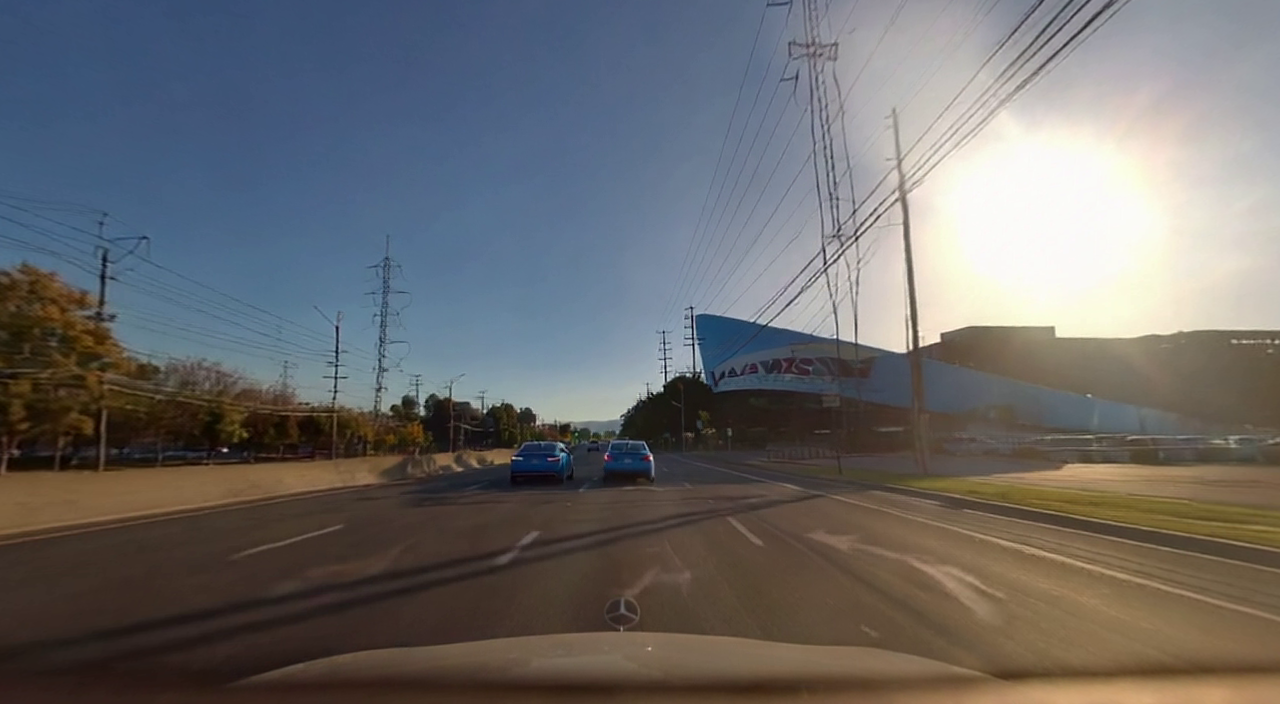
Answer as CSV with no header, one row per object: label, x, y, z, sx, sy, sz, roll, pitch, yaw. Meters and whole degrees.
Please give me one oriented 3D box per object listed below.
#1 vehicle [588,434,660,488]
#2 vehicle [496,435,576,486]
vehicle,-0.497,3.670,21.574,2.189,1.652,4.135,0,-9,0
vehicle,-3.591,3.866,22.757,1.985,1.607,4.892,0,-9,1
